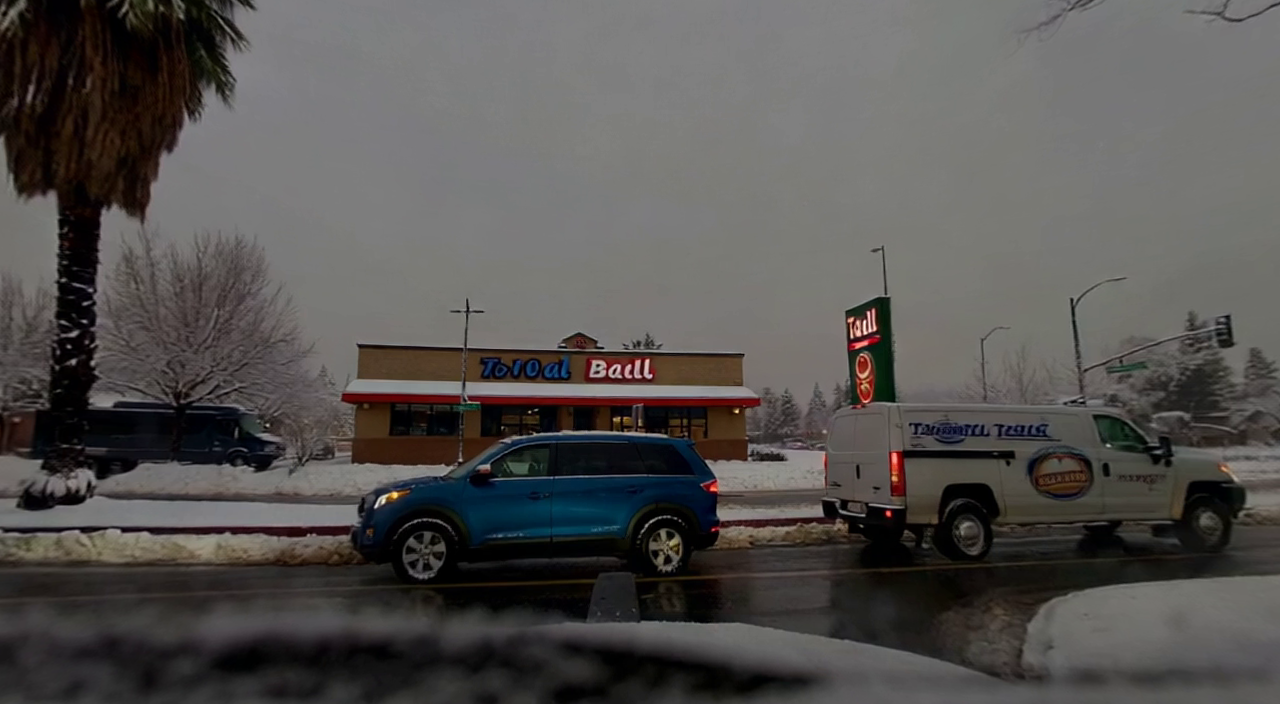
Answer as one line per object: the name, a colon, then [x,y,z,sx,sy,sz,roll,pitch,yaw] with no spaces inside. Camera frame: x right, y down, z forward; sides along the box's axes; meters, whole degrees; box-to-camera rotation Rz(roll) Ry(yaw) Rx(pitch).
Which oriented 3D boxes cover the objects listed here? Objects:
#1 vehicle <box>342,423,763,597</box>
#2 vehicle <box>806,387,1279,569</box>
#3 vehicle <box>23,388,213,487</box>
vehicle: [-1.013,1.815,7.945,4.493,1.728,2.137,2,-9,-12]
vehicle: [5.968,1.779,9.500,6.246,2.202,2.277,1,-9,-11]
vehicle: [-23.523,4.008,29.249,3.034,3.929,7.699,1,-9,-9]
